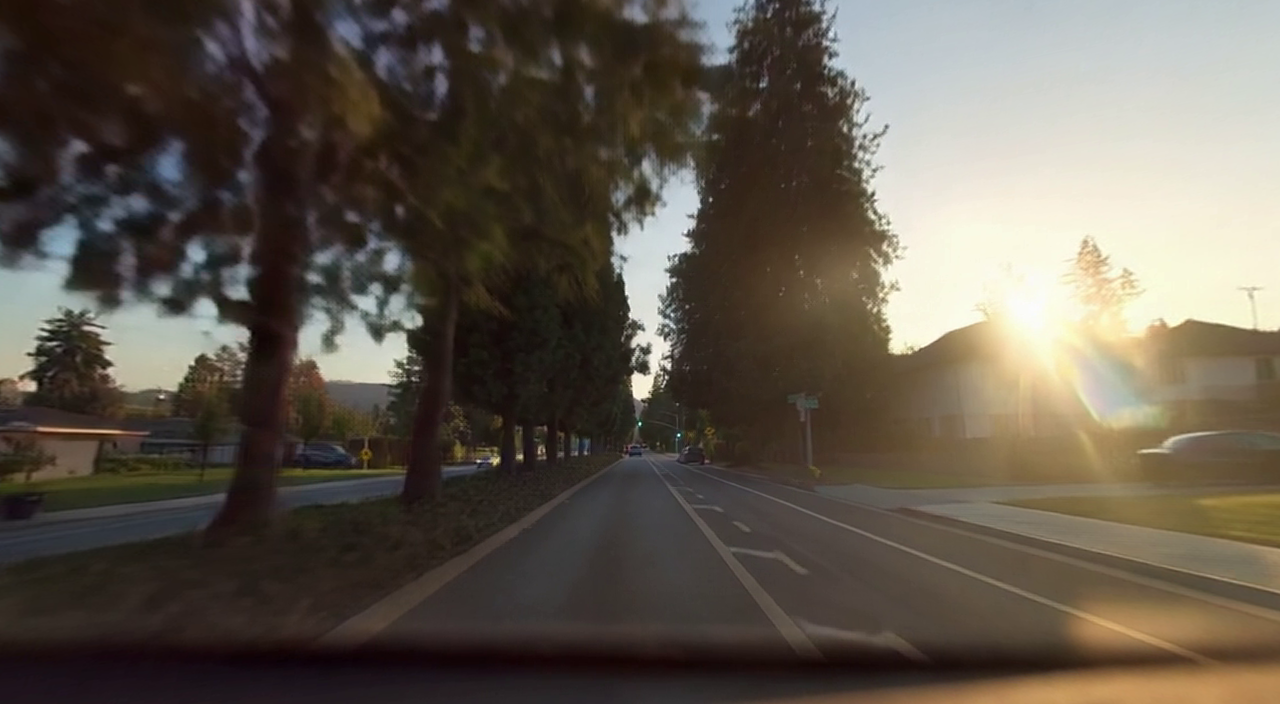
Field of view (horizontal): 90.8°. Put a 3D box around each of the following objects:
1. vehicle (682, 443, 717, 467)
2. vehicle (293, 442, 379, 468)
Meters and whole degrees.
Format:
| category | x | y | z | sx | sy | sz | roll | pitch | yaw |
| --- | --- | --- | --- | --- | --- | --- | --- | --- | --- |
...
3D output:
| category | x | y | z | sx | sy | sz | roll | pitch | yaw |
| --- | --- | --- | --- | --- | --- | --- | --- | --- | --- |
| vehicle | 4.651 | 8.067 | 49.803 | 2.180 | 1.782 | 4.790 | 0 | -9 | -1 |
| vehicle | -21.209 | 7.171 | 44.209 | 4.853 | 1.754 | 2.095 | 0 | -9 | 2 |
